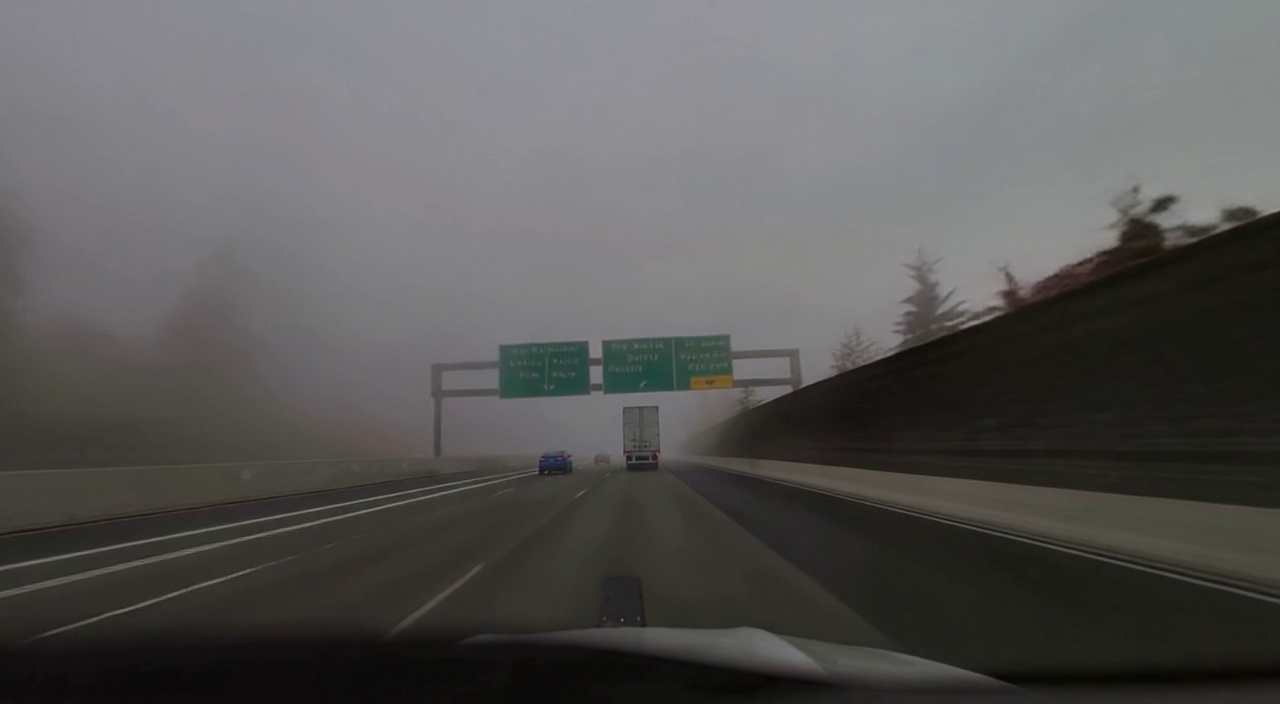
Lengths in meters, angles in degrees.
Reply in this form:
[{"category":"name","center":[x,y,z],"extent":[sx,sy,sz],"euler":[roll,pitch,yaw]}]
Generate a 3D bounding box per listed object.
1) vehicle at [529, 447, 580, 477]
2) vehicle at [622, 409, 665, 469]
[{"category":"vehicle","center":[-4.410,5.754,33.272],"extent":[1.977,1.478,4.702],"euler":[0,-9,1]},{"category":"vehicle","center":[0.291,6.748,48.353],"extent":[2.980,4.051,10.359],"euler":[0,-9,1]}]
